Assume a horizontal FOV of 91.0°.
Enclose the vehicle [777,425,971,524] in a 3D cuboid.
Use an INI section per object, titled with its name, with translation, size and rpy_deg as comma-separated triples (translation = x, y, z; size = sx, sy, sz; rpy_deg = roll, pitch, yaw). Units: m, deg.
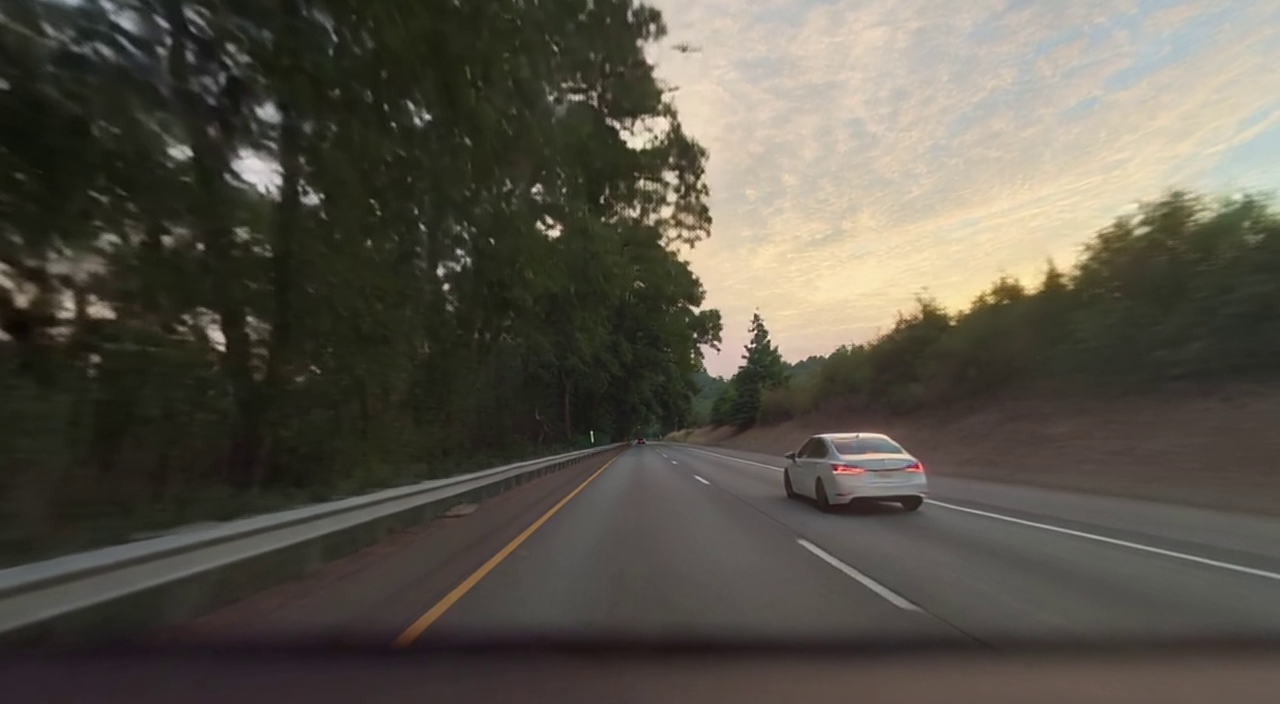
[vehicle]
translation = 4.218, 2.264, 12.326
size = 1.905, 1.525, 4.719
rpy_deg = 0, -8, -1
